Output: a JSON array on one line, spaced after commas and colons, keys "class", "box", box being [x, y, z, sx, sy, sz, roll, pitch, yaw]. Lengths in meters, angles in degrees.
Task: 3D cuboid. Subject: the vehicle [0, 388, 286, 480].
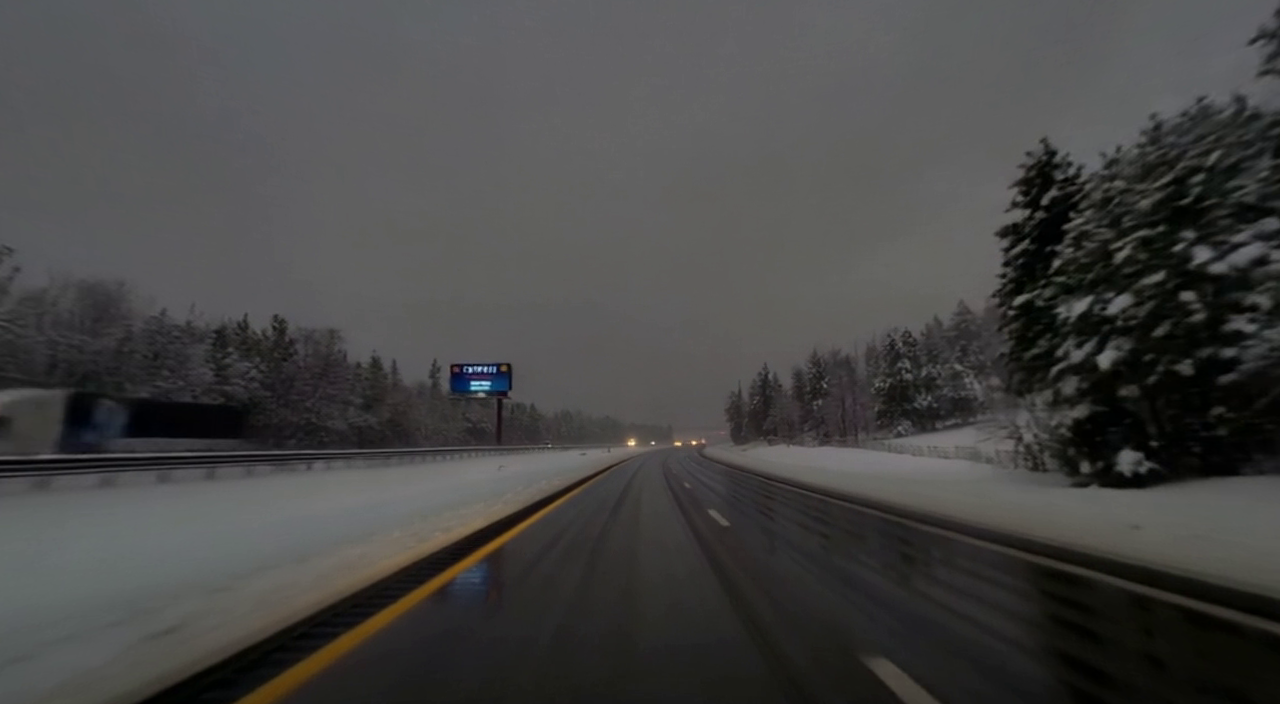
[{"class": "vehicle", "box": [-28.187, 5.099, 38.043, 2.897, 4.219, 17.824, 0, -8, 2]}]
